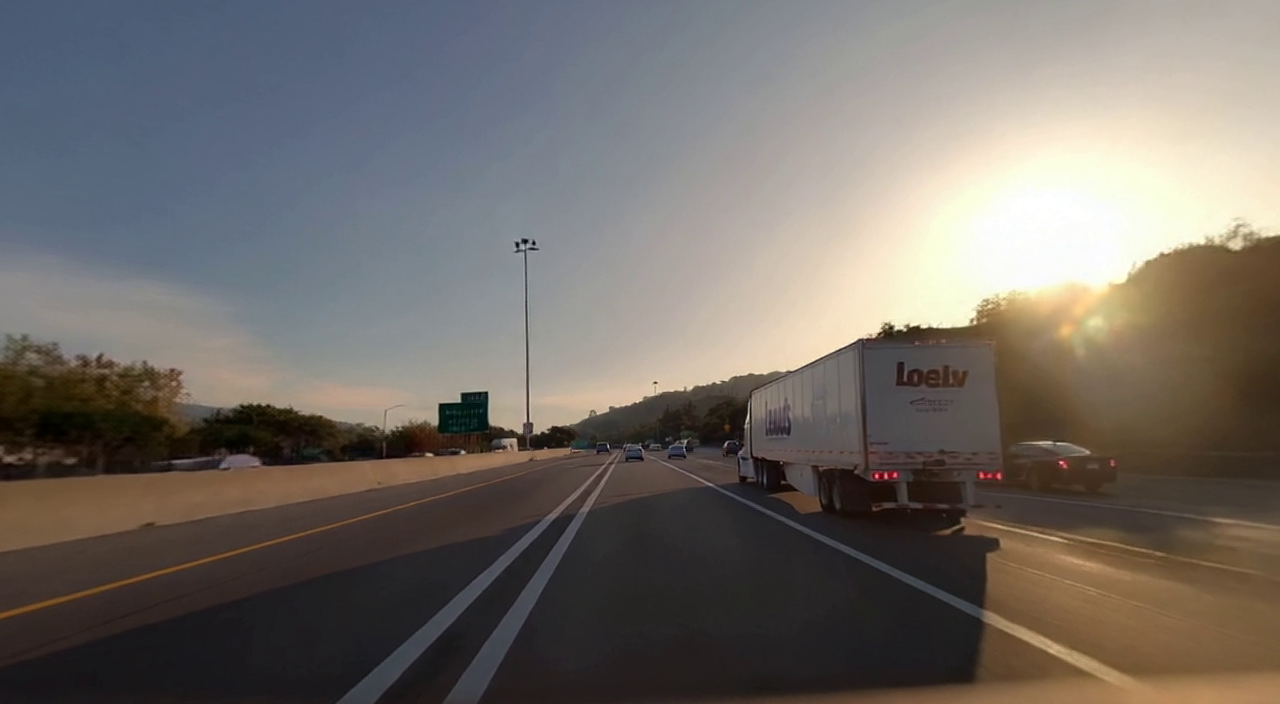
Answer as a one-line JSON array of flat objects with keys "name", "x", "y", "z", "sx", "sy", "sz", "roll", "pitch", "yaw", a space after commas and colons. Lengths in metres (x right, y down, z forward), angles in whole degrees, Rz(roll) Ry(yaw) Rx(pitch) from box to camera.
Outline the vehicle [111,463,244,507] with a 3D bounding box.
[{"name": "vehicle", "x": -18.641, "y": 5.339, "z": 25.784, "sx": 2.023, "sy": 1.481, "sz": 4.530, "roll": 0, "pitch": -9, "yaw": -1}]

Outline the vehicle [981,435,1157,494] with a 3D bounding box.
[{"name": "vehicle", "x": 12.064, "y": 3.191, "z": 18.240, "sx": 1.862, "sy": 1.462, "sz": 4.459, "roll": 0, "pitch": -9, "yaw": -1}]

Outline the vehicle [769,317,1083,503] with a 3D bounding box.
[{"name": "vehicle", "x": 7.992, "y": 2.483, "z": 22.284, "sx": 2.892, "sy": 4.128, "sz": 16.495, "roll": 0, "pitch": -9, "yaw": -2}]
